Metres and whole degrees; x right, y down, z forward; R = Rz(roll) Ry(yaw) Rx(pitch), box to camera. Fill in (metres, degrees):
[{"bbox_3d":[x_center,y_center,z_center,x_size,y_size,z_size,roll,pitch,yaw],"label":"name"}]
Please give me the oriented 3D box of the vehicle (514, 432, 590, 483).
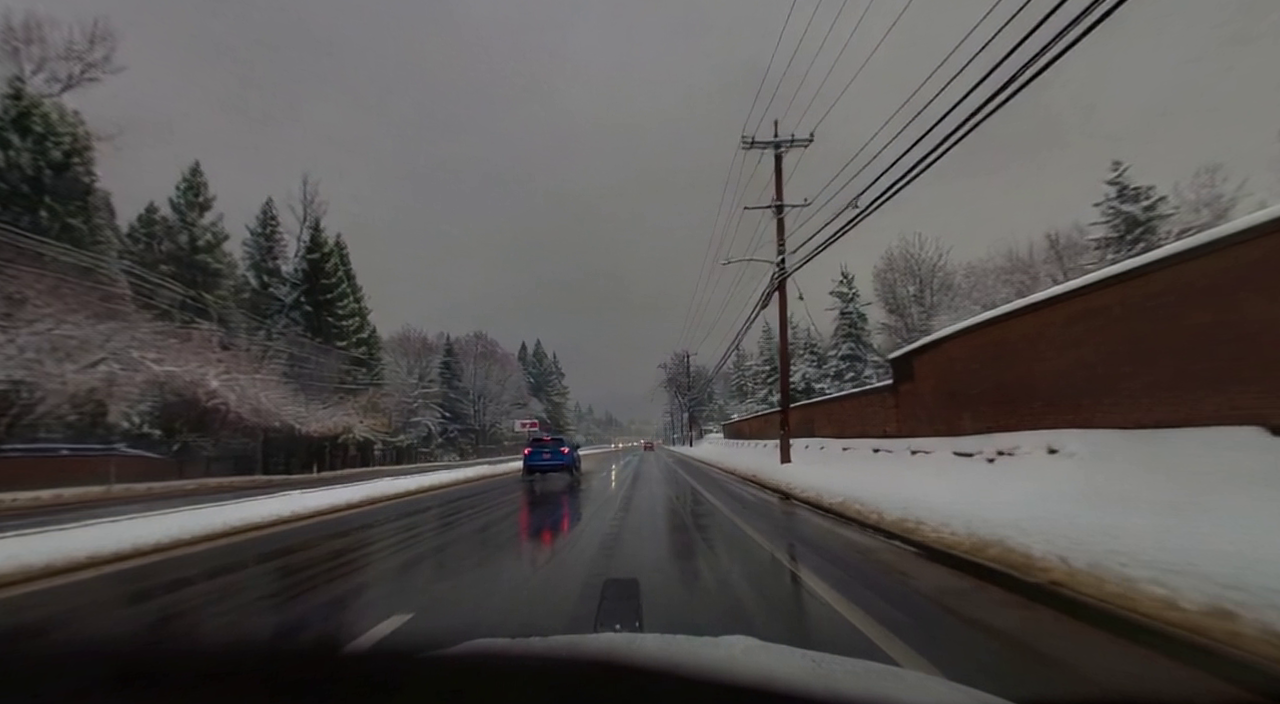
[{"bbox_3d":[-3.233,4.000,24.109,2.147,1.730,4.555,0,-8,1],"label":"vehicle"}]
